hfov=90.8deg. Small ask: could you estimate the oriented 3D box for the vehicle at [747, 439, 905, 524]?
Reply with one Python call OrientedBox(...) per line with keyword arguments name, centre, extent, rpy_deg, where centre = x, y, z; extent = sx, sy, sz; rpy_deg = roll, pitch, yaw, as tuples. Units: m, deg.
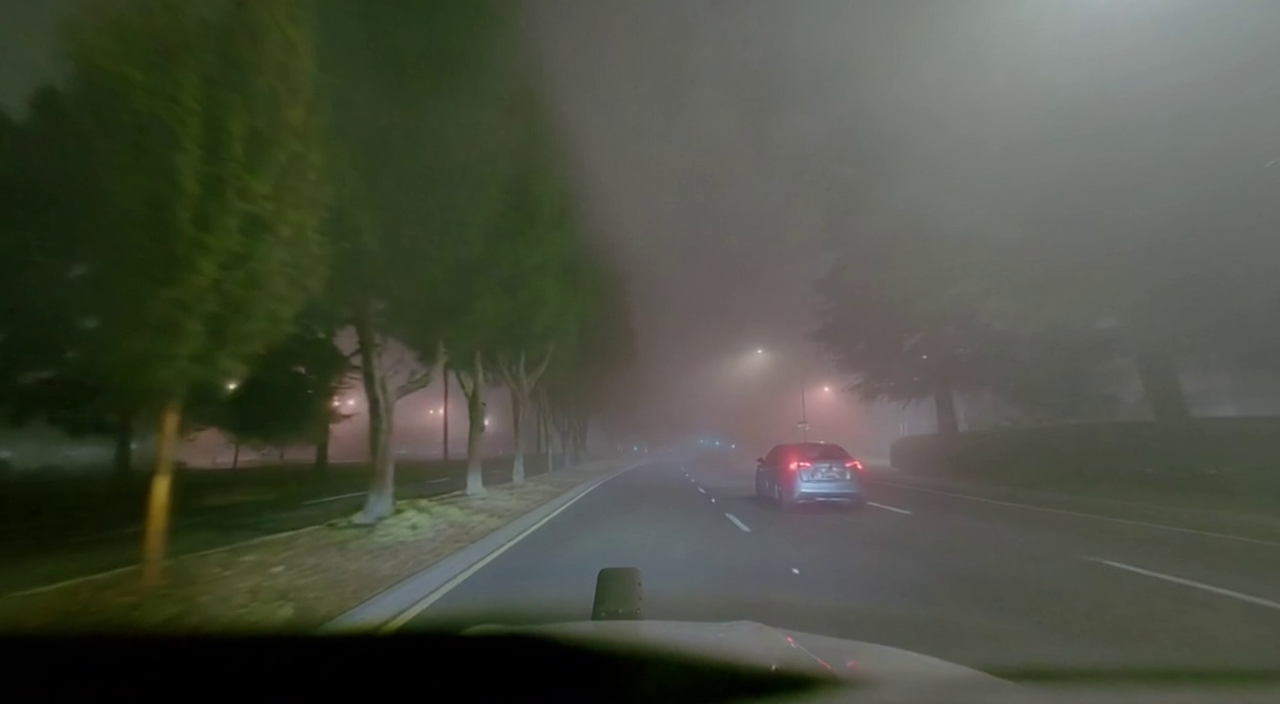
OrientedBox(name="vehicle", centre=(3.680, 2.641, 13.492), extent=(1.928, 1.481, 4.453), rpy_deg=(0, -9, -1))
